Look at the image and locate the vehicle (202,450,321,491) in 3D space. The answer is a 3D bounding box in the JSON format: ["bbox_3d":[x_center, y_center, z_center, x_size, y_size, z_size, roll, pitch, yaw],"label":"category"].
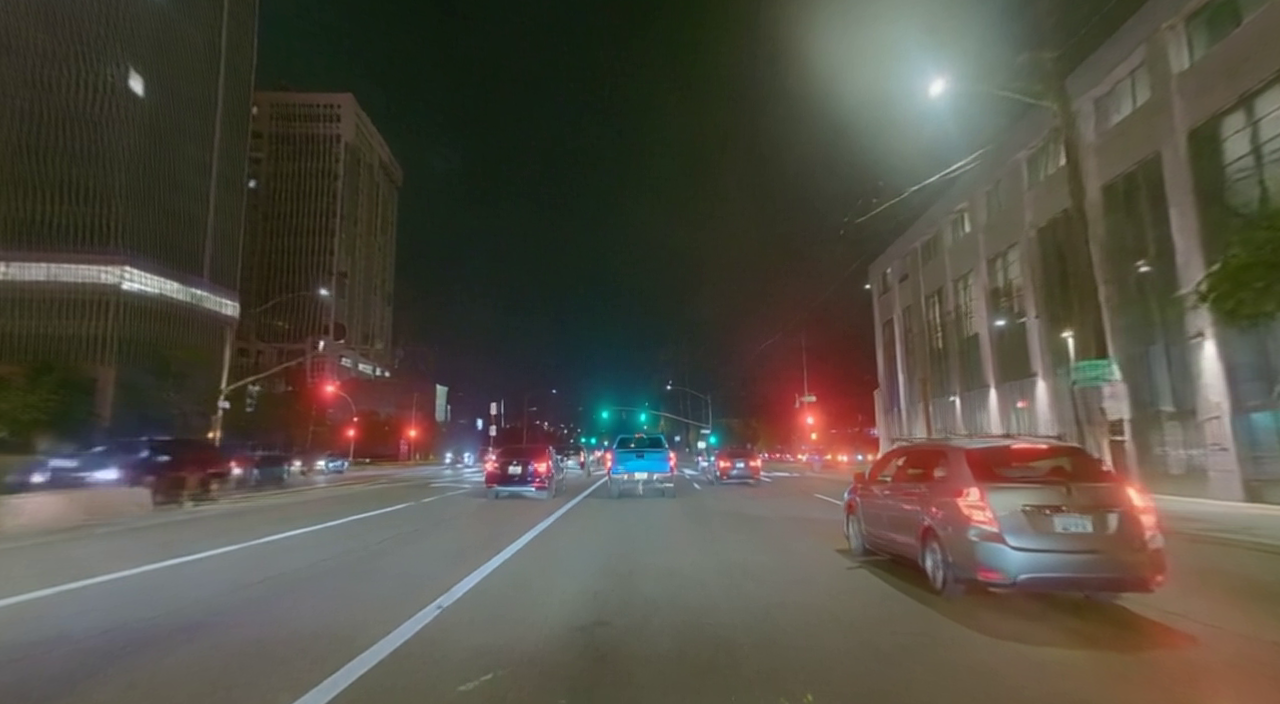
[{"bbox_3d":[-15.101,4.714,25.501,1.897,1.461,4.602,0,-8,1],"label":"vehicle"}]

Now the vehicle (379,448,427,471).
[{"bbox_3d":[-18.450,8.391,49.355,2.025,1.625,4.527,0,-8,0],"label":"vehicle"}]

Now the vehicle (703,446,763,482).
[{"bbox_3d":[4.054,4.975,28.301,1.968,1.472,4.456,0,-8,0],"label":"vehicle"}]

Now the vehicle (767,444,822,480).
[{"bbox_3d":[8.725,6.225,35.994,2.126,1.820,4.521,2,-8,2],"label":"vehicle"}]

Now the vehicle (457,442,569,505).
[{"bbox_3d":[-3.239,3.179,17.041,1.986,1.465,4.509,0,-8,2],"label":"vehicle"}]

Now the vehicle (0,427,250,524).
[{"bbox_3d":[-11.742,2.732,14.589,2.150,1.838,4.981,0,-8,1],"label":"vehicle"}]

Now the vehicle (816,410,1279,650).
[{"bbox_3d":[3.378,1.525,6.461,1.955,1.628,4.152,0,-8,0],"label":"vehicle"}]

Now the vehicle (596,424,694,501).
[{"bbox_3d":[0.111,3.185,18.558,2.493,1.934,4.957,0,-8,0],"label":"vehicle"}]
